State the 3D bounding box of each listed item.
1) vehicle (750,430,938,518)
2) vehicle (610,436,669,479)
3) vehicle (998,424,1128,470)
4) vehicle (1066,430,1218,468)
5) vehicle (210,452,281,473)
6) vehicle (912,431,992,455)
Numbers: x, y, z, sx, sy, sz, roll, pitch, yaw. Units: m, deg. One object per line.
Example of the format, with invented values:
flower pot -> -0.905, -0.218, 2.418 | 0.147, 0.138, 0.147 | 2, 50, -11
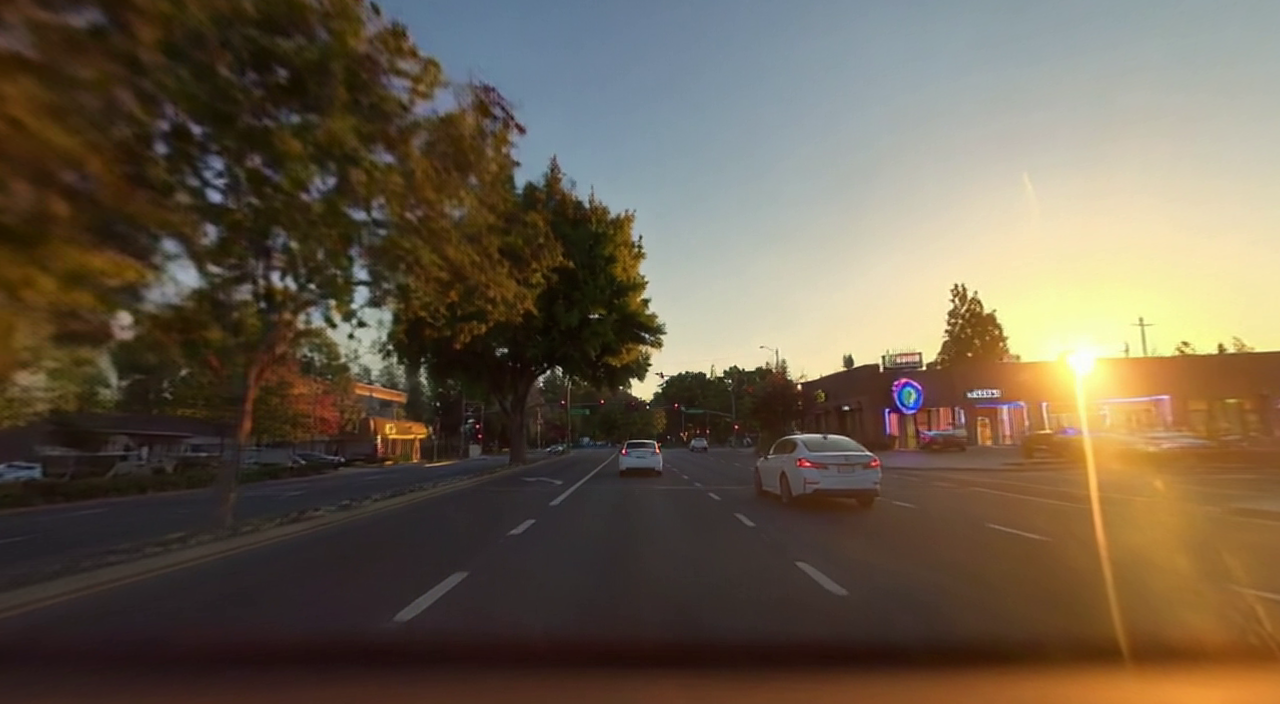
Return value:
vehicle -> 3.836, 2.400, 12.949 | 2.153, 1.456, 4.705 | 0, -9, -2
vehicle -> -0.057, 3.826, 23.039 | 1.998, 1.452, 3.773 | 0, -8, -1
vehicle -> 20.495, 4.622, 30.643 | 4.697, 1.832, 2.092 | -4, -9, -1
vehicle -> 21.669, 4.217, 27.318 | 4.763, 1.544, 2.047 | 0, -9, 2
vehicle -> -29.813, 8.328, 47.639 | 4.155, 1.486, 1.706 | 0, -8, -2
vehicle -> 20.546, 6.011, 41.527 | 4.296, 1.496, 1.891 | 1, -9, -8
